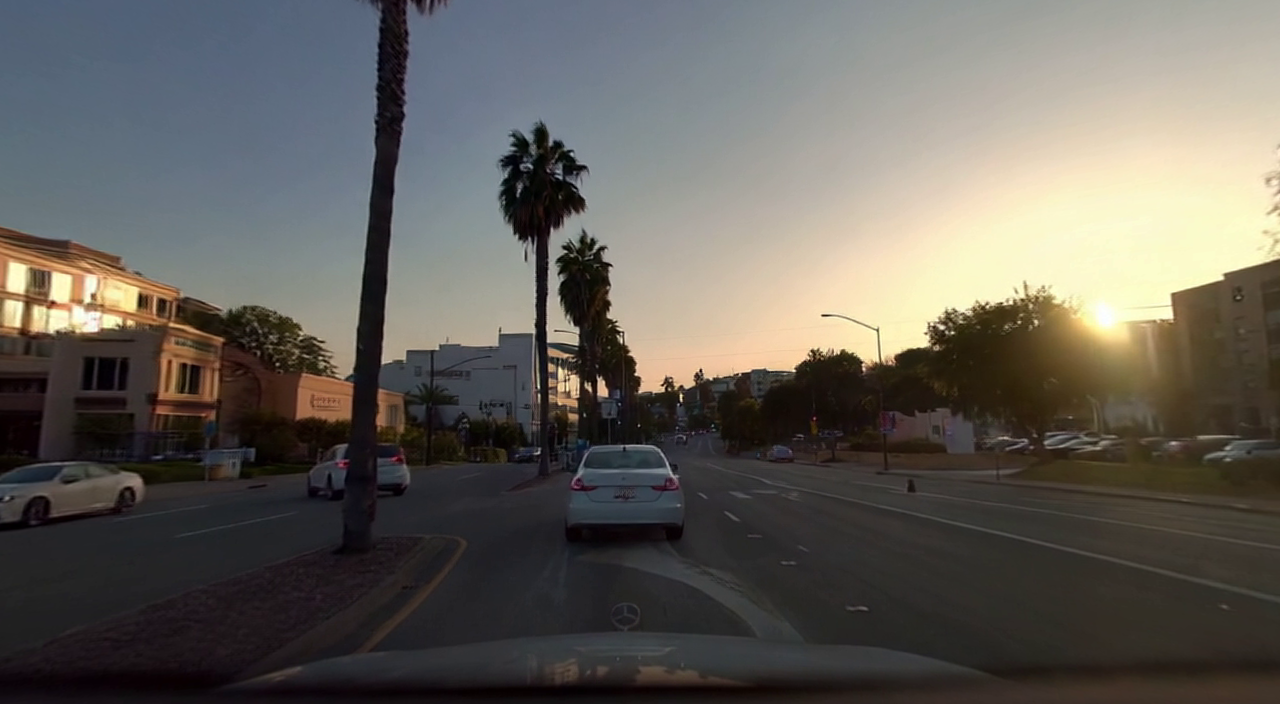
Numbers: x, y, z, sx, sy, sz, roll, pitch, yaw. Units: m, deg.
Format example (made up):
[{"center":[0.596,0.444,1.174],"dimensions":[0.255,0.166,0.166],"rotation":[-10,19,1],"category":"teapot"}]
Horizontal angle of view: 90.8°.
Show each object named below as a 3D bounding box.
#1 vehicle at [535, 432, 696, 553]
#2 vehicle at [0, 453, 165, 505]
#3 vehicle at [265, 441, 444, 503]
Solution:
[{"center":[-0.639,2.079,10.152],"dimensions":[1.986,1.473,4.382],"rotation":[1,-9,-10],"category":"vehicle"},{"center":[-17.865,3.888,19.641],"dimensions":[4.585,1.479,2.088],"rotation":[-1,-9,4],"category":"vehicle"},{"center":[-8.000,3.297,17.736],"dimensions":[4.457,1.552,2.095],"rotation":[-4,-10,25],"category":"vehicle"}]
